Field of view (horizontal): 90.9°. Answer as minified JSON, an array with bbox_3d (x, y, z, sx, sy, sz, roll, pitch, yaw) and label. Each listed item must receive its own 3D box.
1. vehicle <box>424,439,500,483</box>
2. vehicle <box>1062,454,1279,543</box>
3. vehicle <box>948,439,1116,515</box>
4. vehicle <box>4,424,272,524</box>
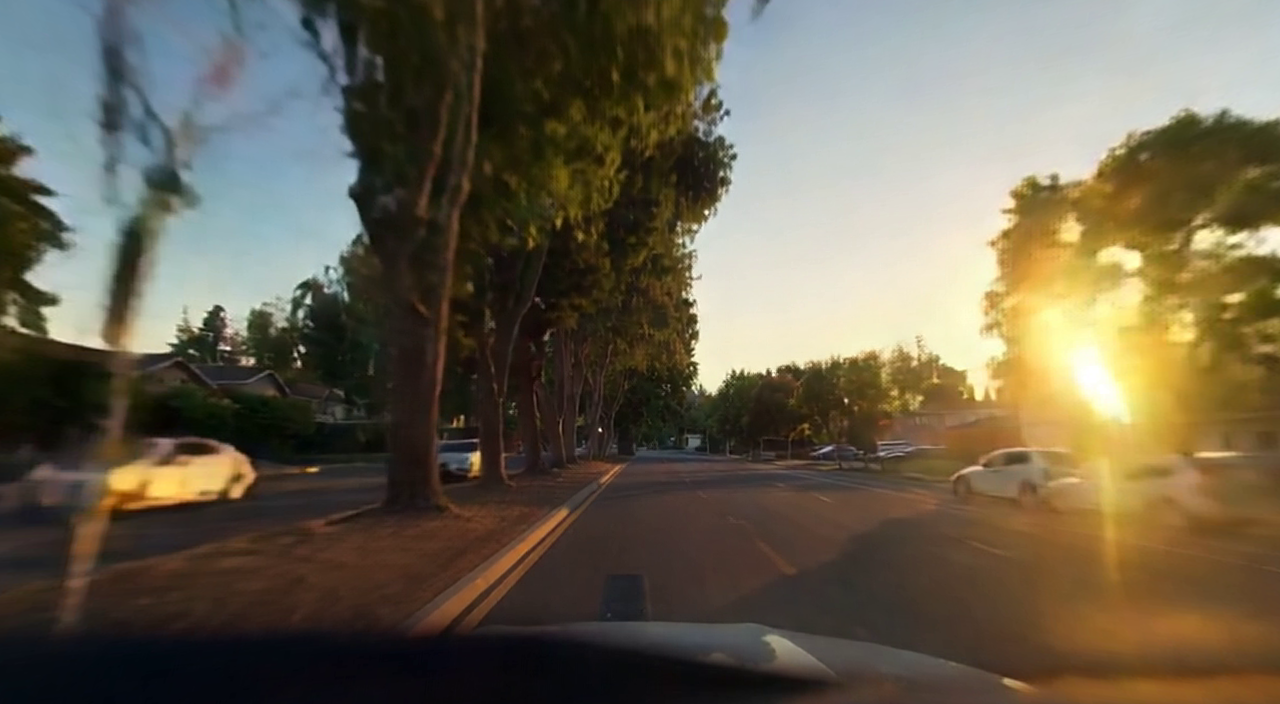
[{"bbox_3d":[-7.181,4.429,25.898,1.934,1.619,3.991,0,-8,0],"label":"vehicle"},{"bbox_3d":[11.542,3.020,13.621,1.869,1.522,4.295,0,-8,1],"label":"vehicle"},{"bbox_3d":[11.762,3.724,19.423,2.178,1.858,4.726,4,-8,0],"label":"vehicle"},{"bbox_3d":[-11.086,2.698,14.574,2.176,1.896,4.800,0,-8,0],"label":"vehicle"}]
